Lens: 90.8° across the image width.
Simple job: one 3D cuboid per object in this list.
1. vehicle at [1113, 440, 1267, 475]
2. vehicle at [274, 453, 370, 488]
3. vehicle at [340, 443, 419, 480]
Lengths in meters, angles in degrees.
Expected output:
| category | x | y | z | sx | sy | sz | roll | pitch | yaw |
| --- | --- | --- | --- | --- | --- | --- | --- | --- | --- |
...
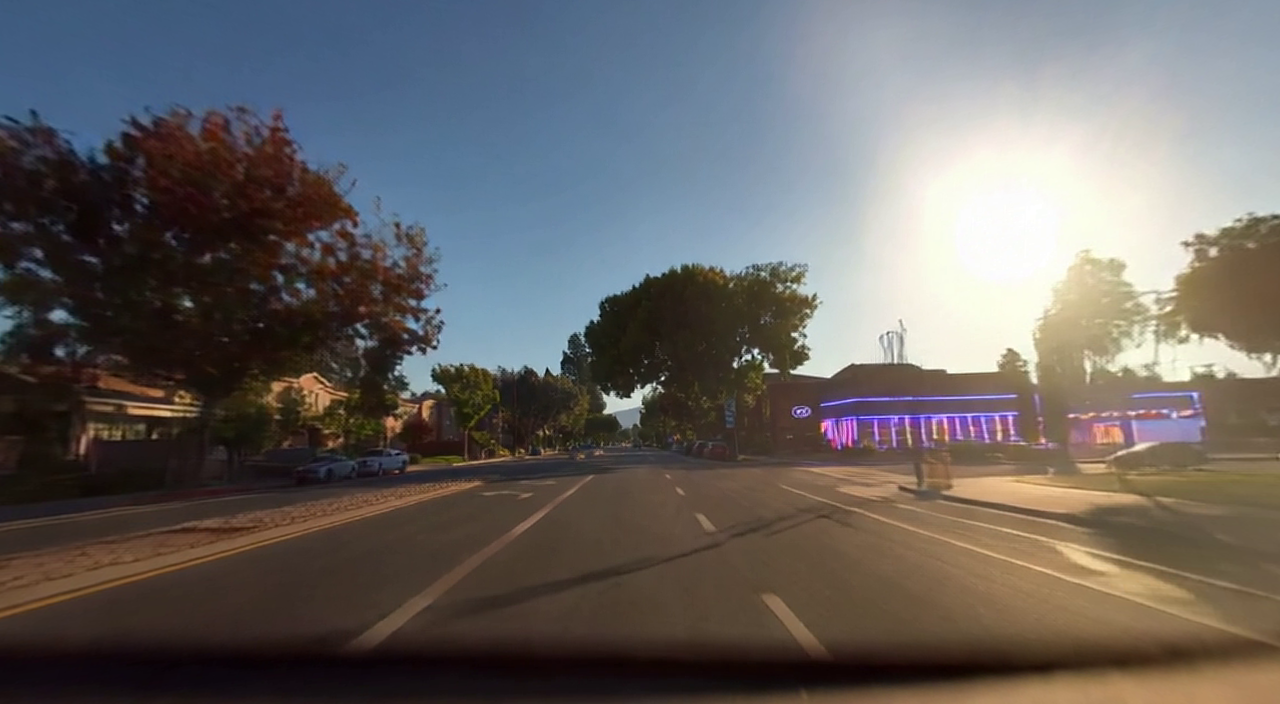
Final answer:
| category | x | y | z | sx | sy | sz | roll | pitch | yaw |
| --- | --- | --- | --- | --- | --- | --- | --- | --- | --- |
| vehicle | 24.364 | 4.696 | 28.234 | 4.622 | 1.466 | 2.066 | -3 | -9 | 16 |
| vehicle | -15.029 | 5.617 | 30.194 | 2.106 | 1.479 | 4.541 | 0 | -9 | 1 |
| vehicle | -14.882 | 6.289 | 36.542 | 2.164 | 1.933 | 5.804 | 0 | -9 | -1 |
